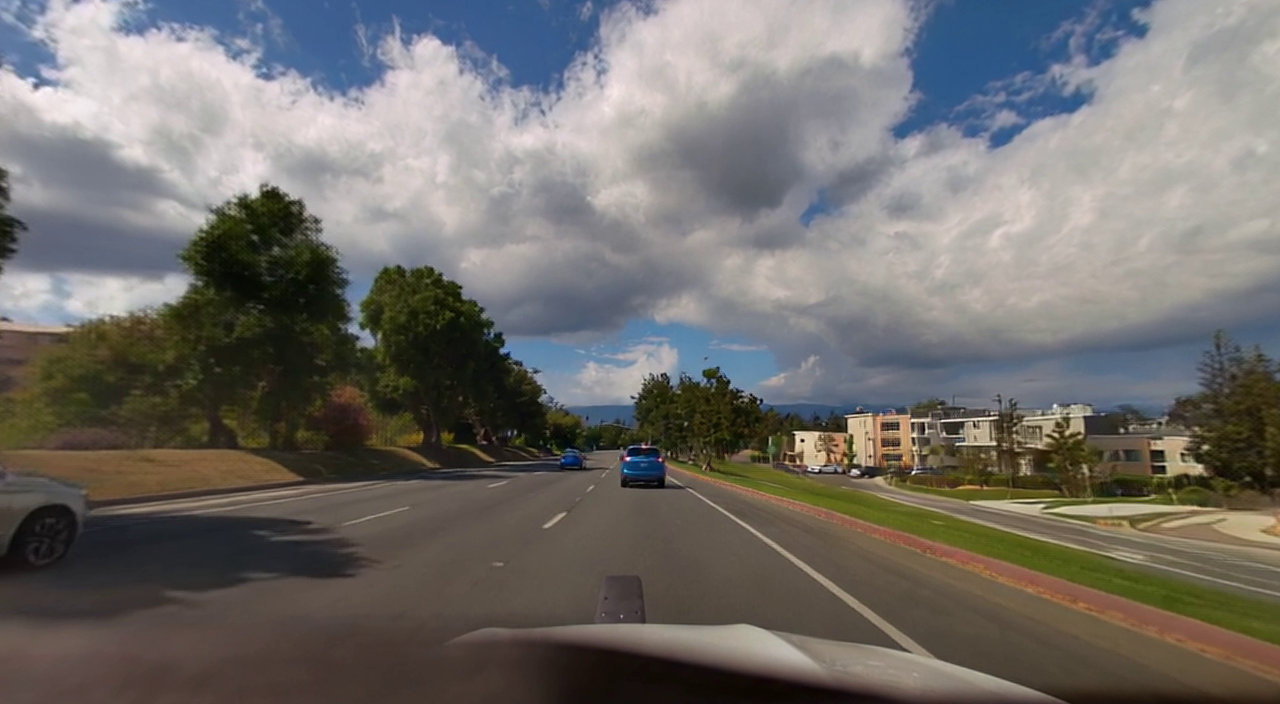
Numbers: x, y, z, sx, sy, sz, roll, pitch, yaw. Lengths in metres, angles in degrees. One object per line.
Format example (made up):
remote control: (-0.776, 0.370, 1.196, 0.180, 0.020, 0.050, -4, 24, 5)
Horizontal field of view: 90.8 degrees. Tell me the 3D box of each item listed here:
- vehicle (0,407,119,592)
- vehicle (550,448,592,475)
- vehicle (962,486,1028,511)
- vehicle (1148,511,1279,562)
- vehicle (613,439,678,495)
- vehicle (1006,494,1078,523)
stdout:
vehicle: (-6.794, 1.128, 4.350, 1.997, 1.650, 5.090, 0, -9, 1)
vehicle: (-4.231, 6.774, 39.307, 2.123, 1.592, 4.505, 0, -9, 0)
vehicle: (27.886, 11.540, 49.817, 1.874, 1.577, 4.877, 2, -9, -8)
vehicle: (29.863, 9.535, 32.976, 2.067, 1.926, 5.010, 1, -9, -7)
vehicle: (0.188, 4.111, 22.971, 2.125, 1.830, 4.370, 0, -9, 1)
vehicle: (28.525, 11.104, 44.996, 1.845, 1.533, 4.455, 1, -9, -5)
